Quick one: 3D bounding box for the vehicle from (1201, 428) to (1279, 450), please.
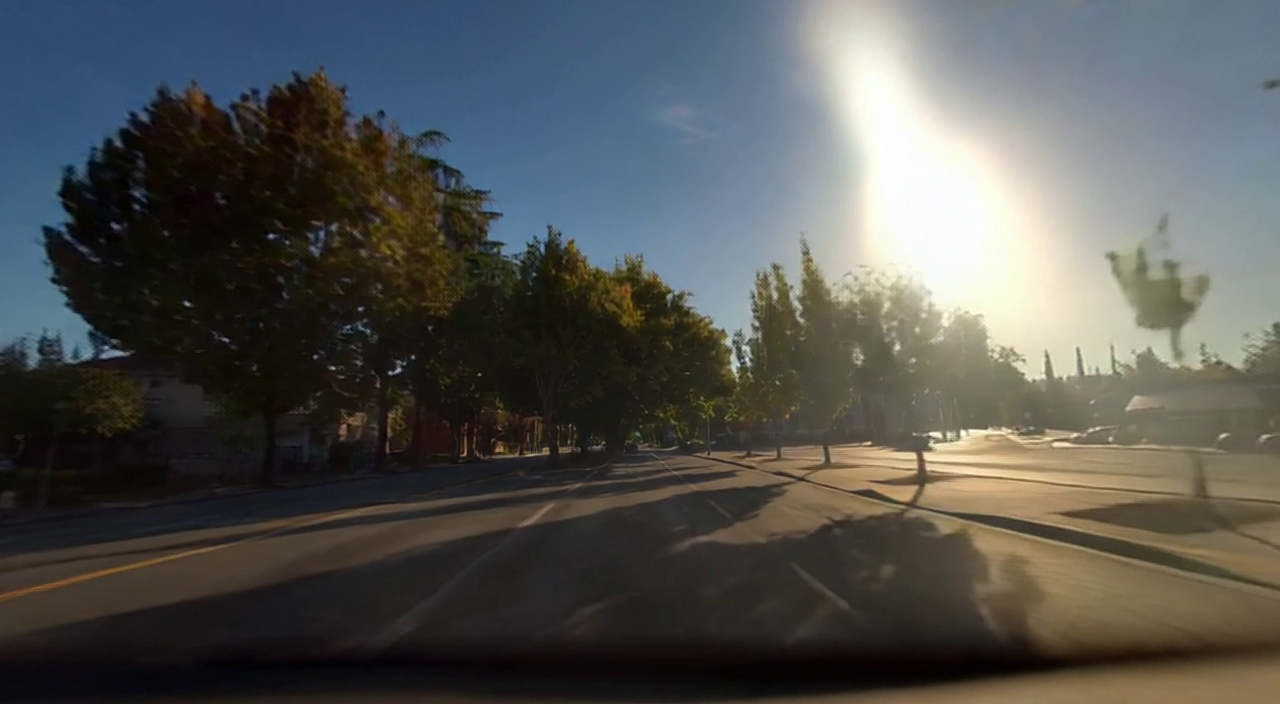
[{"bbox_3d":[44.679,6.411,46.874,1.826,1.461,4.516,-2,-7,-1],"label":"vehicle"}]
